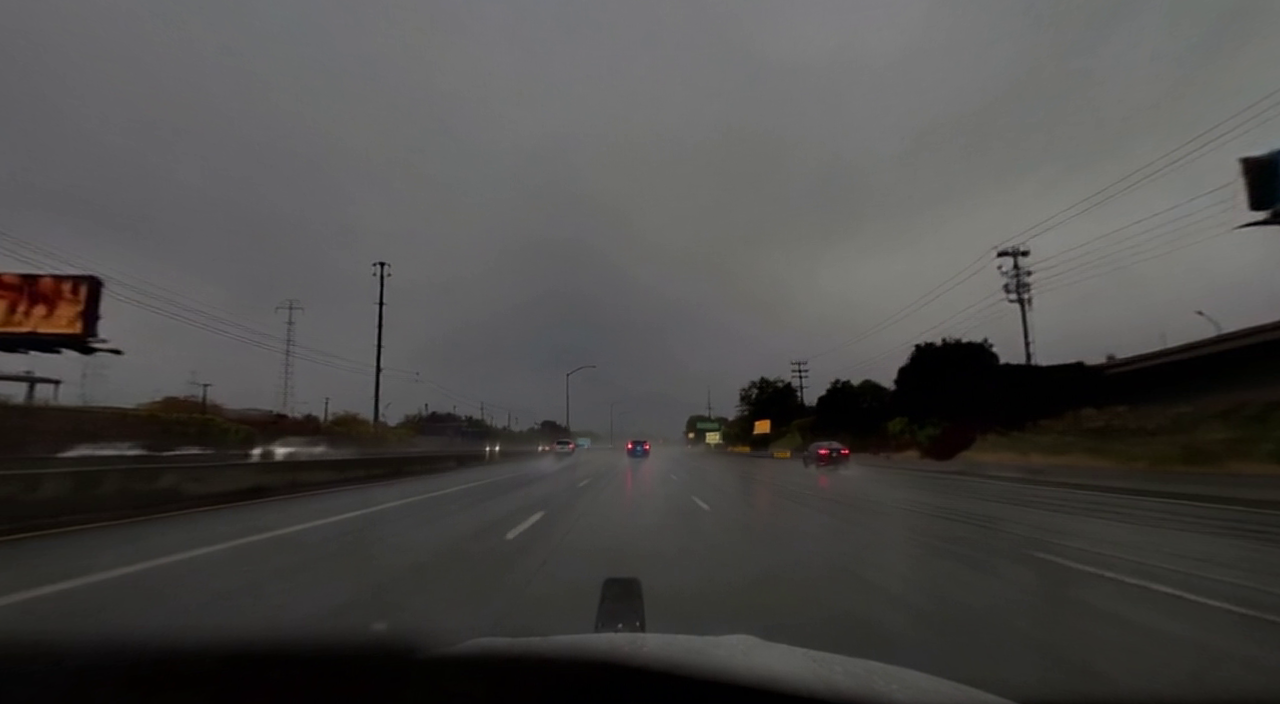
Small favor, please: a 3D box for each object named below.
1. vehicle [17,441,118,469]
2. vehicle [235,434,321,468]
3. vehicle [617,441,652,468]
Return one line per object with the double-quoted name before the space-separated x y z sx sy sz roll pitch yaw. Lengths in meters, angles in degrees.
"vehicle" -31.869 5.722 35.323 1.829 1.472 3.940 0 -8 2
"vehicle" -16.584 4.565 29.132 1.731 1.446 3.527 -1 -8 2
"vehicle" -0.360 6.332 39.266 2.074 1.574 3.971 0 -8 -1
